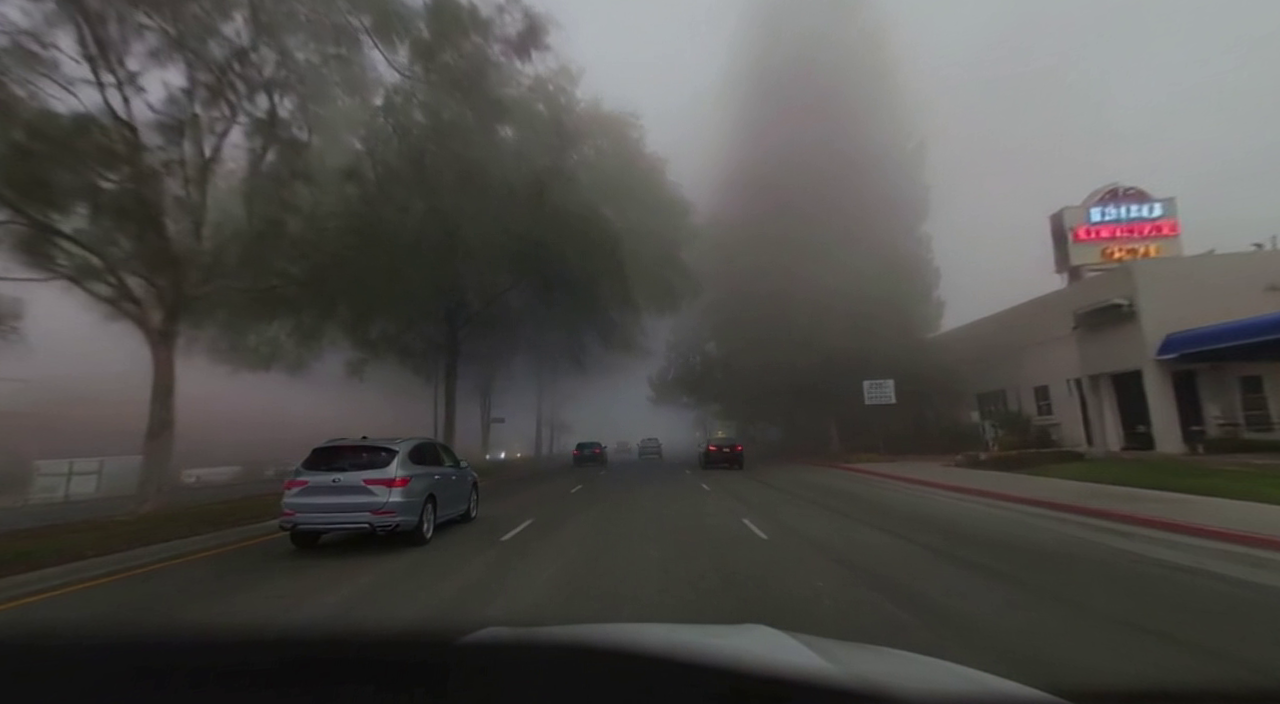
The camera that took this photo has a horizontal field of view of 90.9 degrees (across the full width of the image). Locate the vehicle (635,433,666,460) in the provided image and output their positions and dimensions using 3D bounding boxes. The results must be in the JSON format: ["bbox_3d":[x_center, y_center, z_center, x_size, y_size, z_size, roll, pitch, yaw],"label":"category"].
[{"bbox_3d":[0.782,7.035,46.804,2.193,1.873,4.033,0,-8,0],"label":"vehicle"}]

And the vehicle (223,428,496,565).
[{"bbox_3d":[-3.584,1.909,9.142,1.908,1.481,4.351,0,-8,1],"label":"vehicle"}]

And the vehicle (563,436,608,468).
[{"bbox_3d":[-2.955,5.504,34.899,2.026,1.665,4.193,0,-8,1],"label":"vehicle"}]

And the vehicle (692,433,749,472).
[{"bbox_3d":[3.424,4.344,27.384,1.922,1.579,3.642,0,-8,-1],"label":"vehicle"}]

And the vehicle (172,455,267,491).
[{"bbox_3d":[-22.522,6.469,34.006,1.951,1.691,4.483,0,-9,1],"label":"vehicle"}]
